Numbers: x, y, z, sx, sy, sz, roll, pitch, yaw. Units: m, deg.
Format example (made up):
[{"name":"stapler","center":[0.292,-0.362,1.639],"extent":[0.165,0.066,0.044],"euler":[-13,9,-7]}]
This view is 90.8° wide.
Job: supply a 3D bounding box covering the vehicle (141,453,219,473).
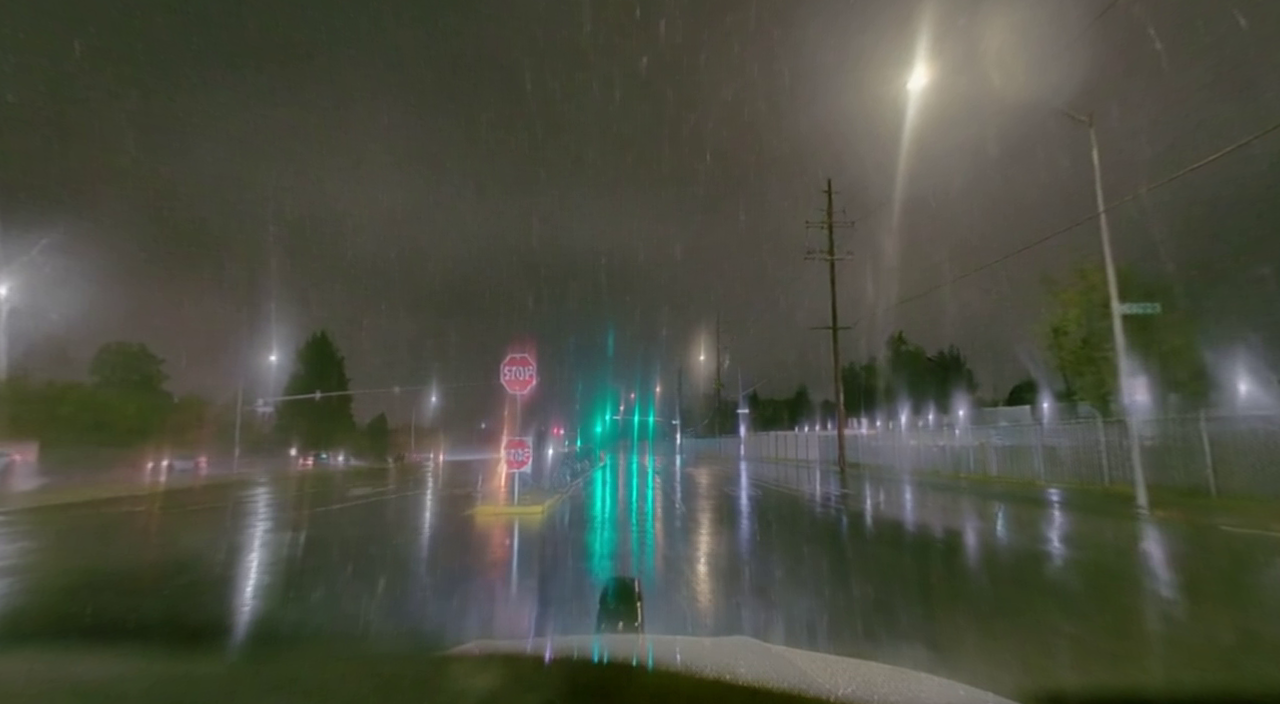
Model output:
[{"name":"vehicle","center":[-34.040,8.229,46.851],"extent":[4.327,1.402,1.757],"euler":[0,-9,-4]}]
